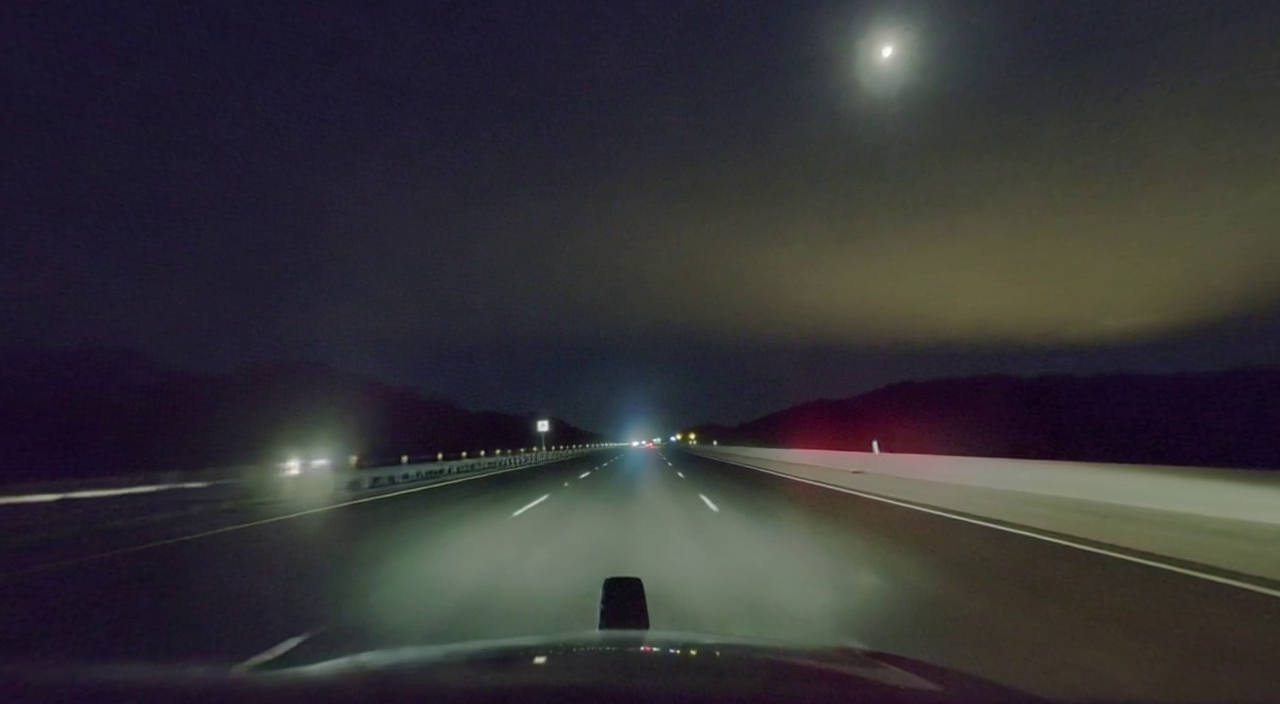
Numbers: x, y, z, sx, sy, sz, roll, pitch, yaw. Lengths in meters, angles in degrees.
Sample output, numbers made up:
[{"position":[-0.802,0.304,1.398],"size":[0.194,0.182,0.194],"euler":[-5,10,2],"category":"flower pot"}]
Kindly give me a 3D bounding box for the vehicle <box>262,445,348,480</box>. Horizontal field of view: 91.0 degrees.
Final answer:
[{"position":[-16.729,5.511,31.678],"size":[1.893,1.617,4.251],"euler":[0,-8,1],"category":"vehicle"}]
